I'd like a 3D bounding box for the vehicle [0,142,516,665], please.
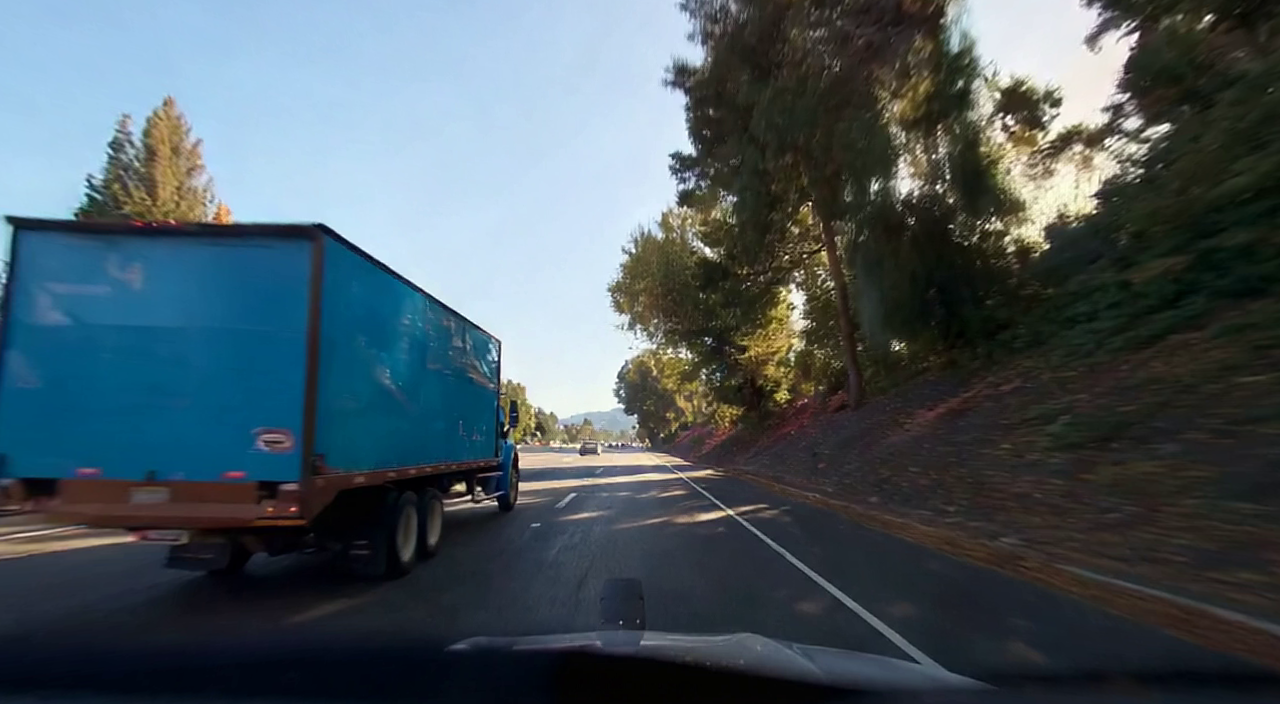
[{"bbox_3d":[-3.829,0.825,8.060,2.874,3.309,8.208,0,-8,-1],"label":"vehicle"}]
